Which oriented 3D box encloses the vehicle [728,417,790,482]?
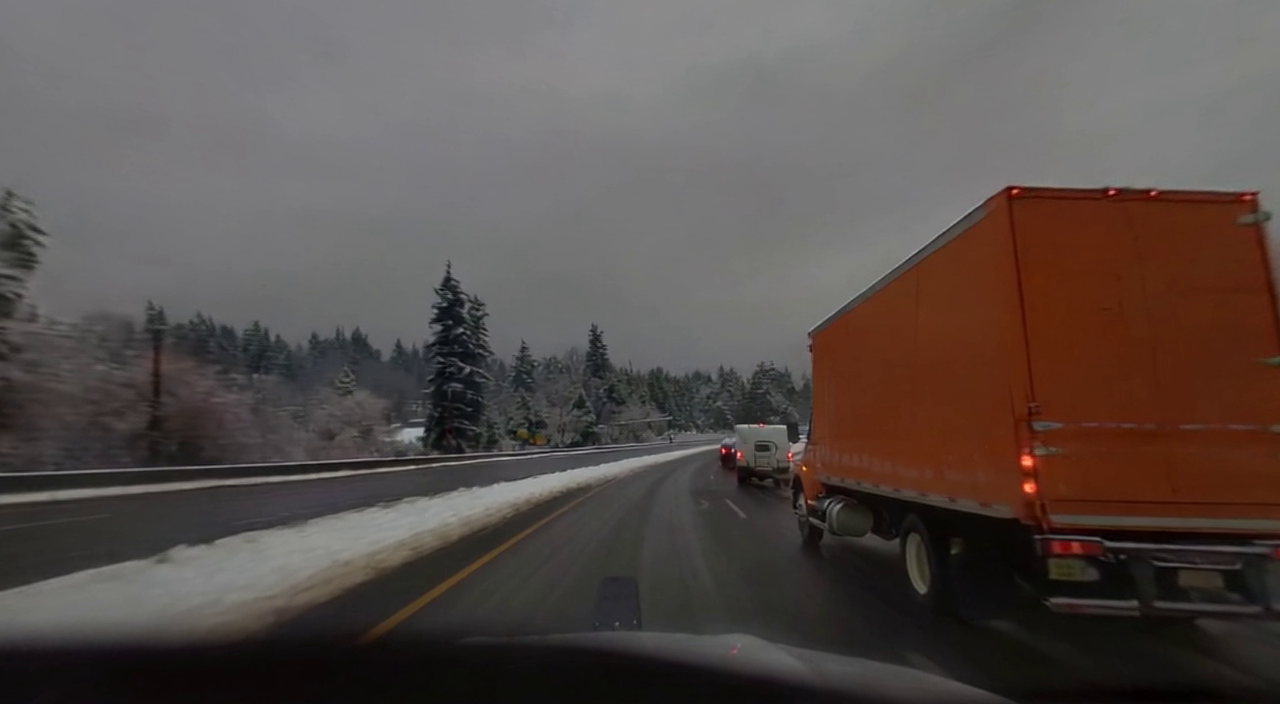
[{"bbox_3d":[5.207,4.392,28.245,2.200,2.582,5.559,-1,-9,5],"label":"vehicle"}]

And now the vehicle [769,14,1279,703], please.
[{"bbox_3d":[3.659,0.646,6.356,3.117,3.818,6.785,0,-9,-1],"label":"vehicle"}]
